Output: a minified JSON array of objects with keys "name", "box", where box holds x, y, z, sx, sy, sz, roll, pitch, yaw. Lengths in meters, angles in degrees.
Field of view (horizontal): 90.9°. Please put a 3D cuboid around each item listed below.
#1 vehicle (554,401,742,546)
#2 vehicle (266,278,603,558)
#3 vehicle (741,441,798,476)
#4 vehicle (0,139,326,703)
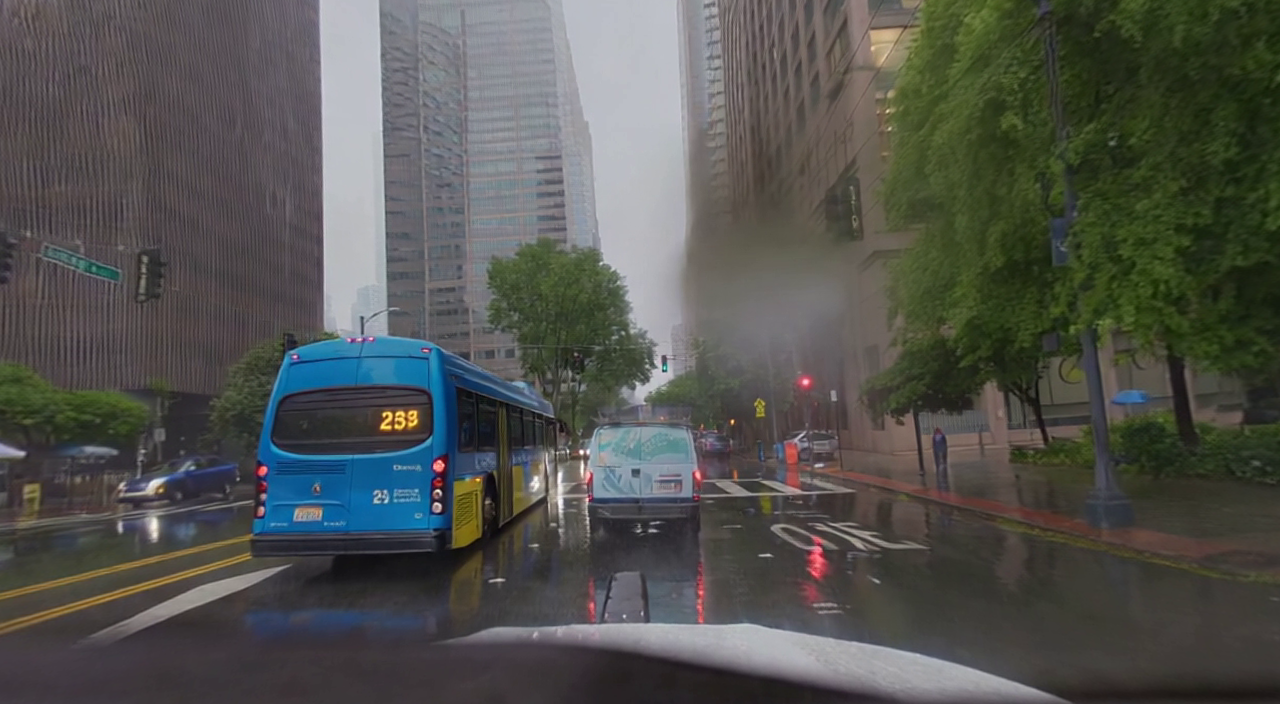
[{"name":"vehicle","box":[0.128,1.946,10.638,2.500,1.912,4.270,0,-9,1]},{"name":"vehicle","box":[-2.881,1.780,14.554,3.042,3.445,13.615,0,-9,1]},{"name":"vehicle","box":[6.163,5.103,30.468,1.919,1.529,4.059,0,-9,1]},{"name":"vehicle","box":[-2.754,0.331,0.231,2.329,2.089,5.659,0,-9,0]}]
